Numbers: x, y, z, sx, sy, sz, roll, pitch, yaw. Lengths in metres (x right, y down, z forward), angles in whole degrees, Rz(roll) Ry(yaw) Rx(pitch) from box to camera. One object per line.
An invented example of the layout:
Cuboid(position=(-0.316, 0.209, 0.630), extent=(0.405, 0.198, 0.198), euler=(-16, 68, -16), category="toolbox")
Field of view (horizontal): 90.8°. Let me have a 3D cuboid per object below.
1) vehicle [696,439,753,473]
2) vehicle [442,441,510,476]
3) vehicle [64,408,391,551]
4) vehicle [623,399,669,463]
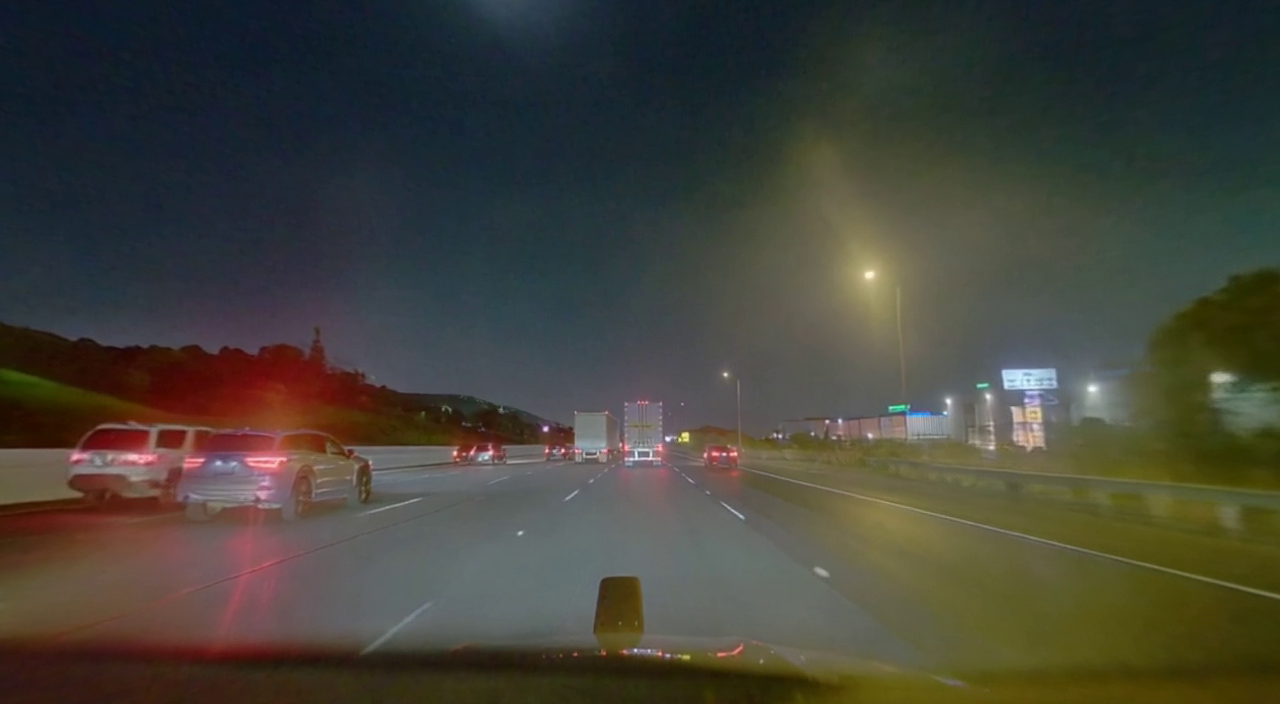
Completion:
Cuboid(position=(3.926, 4.907, 29.992), extent=(2.006, 1.452, 4.246), euler=(0, -9, -1), category="vehicle")
Cuboid(position=(-7.450, 4.872, 29.135), extent=(1.891, 1.460, 4.506), euler=(0, -9, 1), category="vehicle")
Cuboid(position=(-6.009, 1.910, 10.087), extent=(2.122, 1.754, 4.379), euler=(0, -9, 2), category="vehicle")
Cuboid(position=(0.384, 5.910, 46.375), extent=(2.969, 4.104, 10.906), euler=(0, -9, 0), category="vehicle")
